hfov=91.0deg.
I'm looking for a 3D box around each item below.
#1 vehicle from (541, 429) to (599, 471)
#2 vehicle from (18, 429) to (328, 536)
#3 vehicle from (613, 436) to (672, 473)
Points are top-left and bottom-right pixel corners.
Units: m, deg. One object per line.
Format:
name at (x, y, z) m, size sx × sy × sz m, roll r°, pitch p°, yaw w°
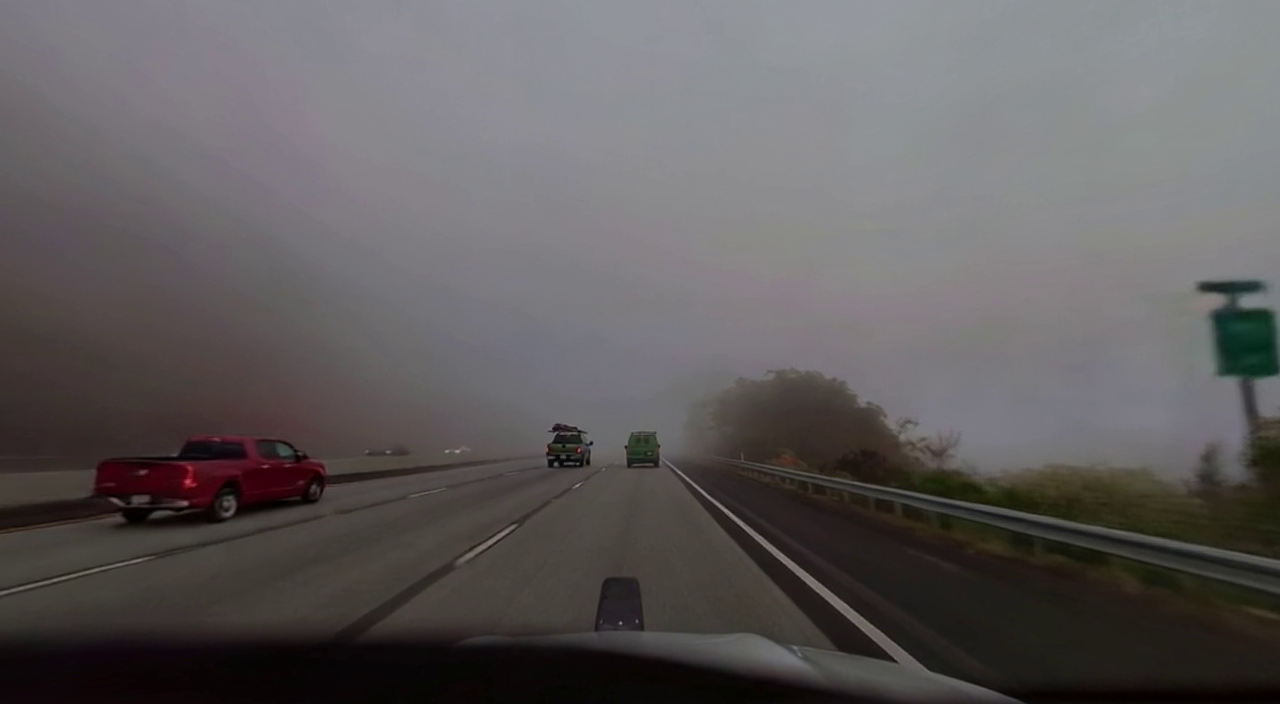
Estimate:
vehicle at (-3.458, 4.987, 32.119) m, size 2.250 × 1.947 × 4.860 m, roll 0°, pitch -8°, yaw 2°
vehicle at (-7.839, 2.204, 11.301) m, size 2.149 × 1.526 × 4.361 m, roll 0°, pitch -8°, yaw 1°
vehicle at (0.151, 5.096, 31.601) m, size 2.715 × 1.669 × 5.163 m, roll 0°, pitch -8°, yaw 1°
